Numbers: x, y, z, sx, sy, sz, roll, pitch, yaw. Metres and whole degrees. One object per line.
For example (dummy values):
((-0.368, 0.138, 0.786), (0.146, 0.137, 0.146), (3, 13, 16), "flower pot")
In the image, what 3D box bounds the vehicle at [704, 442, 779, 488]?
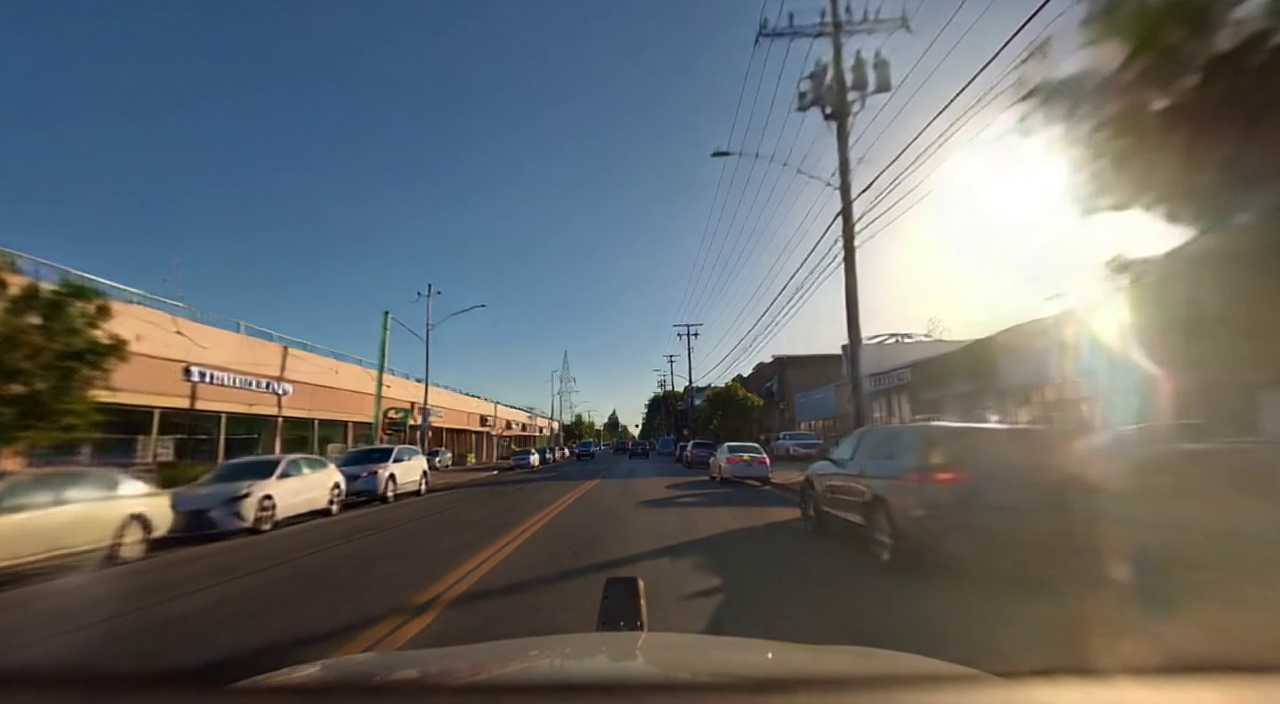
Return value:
((3.506, 3.981, 22.642), (1.866, 1.439, 4.482), (0, -8, -1), "vehicle")

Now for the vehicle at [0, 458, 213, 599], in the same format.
((-8.622, 2.337, 8.817), (2.022, 1.501, 4.860), (0, -7, -1), "vehicle")

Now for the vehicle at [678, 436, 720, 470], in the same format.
((3.391, 5.954, 37.177), (2.025, 1.843, 4.883), (-1, -9, 1), "vehicle")

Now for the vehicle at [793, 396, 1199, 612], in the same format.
((3.547, 1.601, 7.673), (2.088, 1.765, 4.704), (0, -8, -1), "vehicle")

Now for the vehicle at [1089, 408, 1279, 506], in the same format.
((11.314, 1.845, 11.480), (4.711, 1.587, 1.909), (-2, -8, 3), "vehicle")

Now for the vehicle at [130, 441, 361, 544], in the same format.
((-8.466, 2.978, 14.280), (2.045, 1.820, 4.858), (0, -7, 0), "vehicle")

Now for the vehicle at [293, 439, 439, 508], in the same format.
((-8.317, 3.721, 19.922), (1.986, 1.831, 5.678), (0, -9, 1), "vehicle")

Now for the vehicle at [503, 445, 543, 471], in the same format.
((-8.493, 7.676, 46.173), (2.113, 1.665, 5.062), (0, -7, -2), "vehicle")
